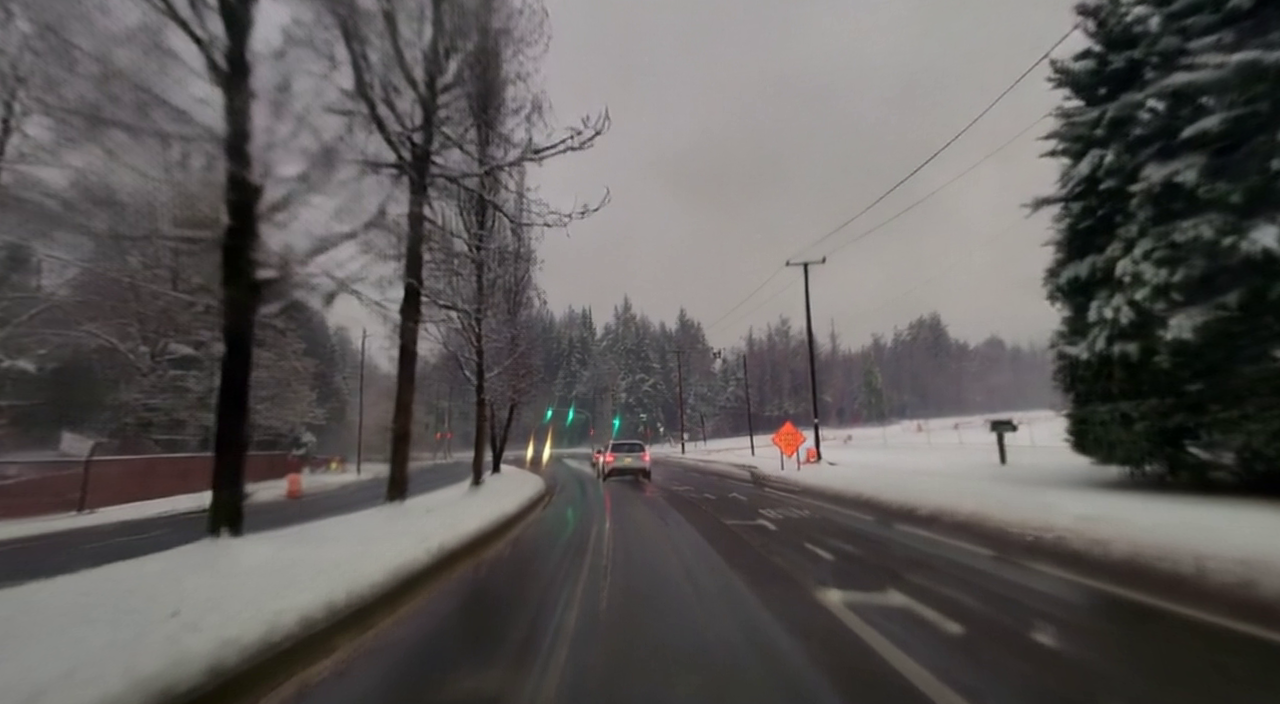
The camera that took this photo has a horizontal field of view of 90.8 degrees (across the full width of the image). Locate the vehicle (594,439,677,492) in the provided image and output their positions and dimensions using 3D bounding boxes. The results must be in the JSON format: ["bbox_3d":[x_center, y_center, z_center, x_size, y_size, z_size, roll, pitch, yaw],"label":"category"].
[{"bbox_3d":[-0.282,3.631,20.680,2.266,1.508,4.430,1,-8,-6],"label":"vehicle"}]

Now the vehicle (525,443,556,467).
[{"bbox_3d":[-7.215,7.459,46.003,2.077,1.665,4.206,1,-9,-8],"label":"vehicle"}]
